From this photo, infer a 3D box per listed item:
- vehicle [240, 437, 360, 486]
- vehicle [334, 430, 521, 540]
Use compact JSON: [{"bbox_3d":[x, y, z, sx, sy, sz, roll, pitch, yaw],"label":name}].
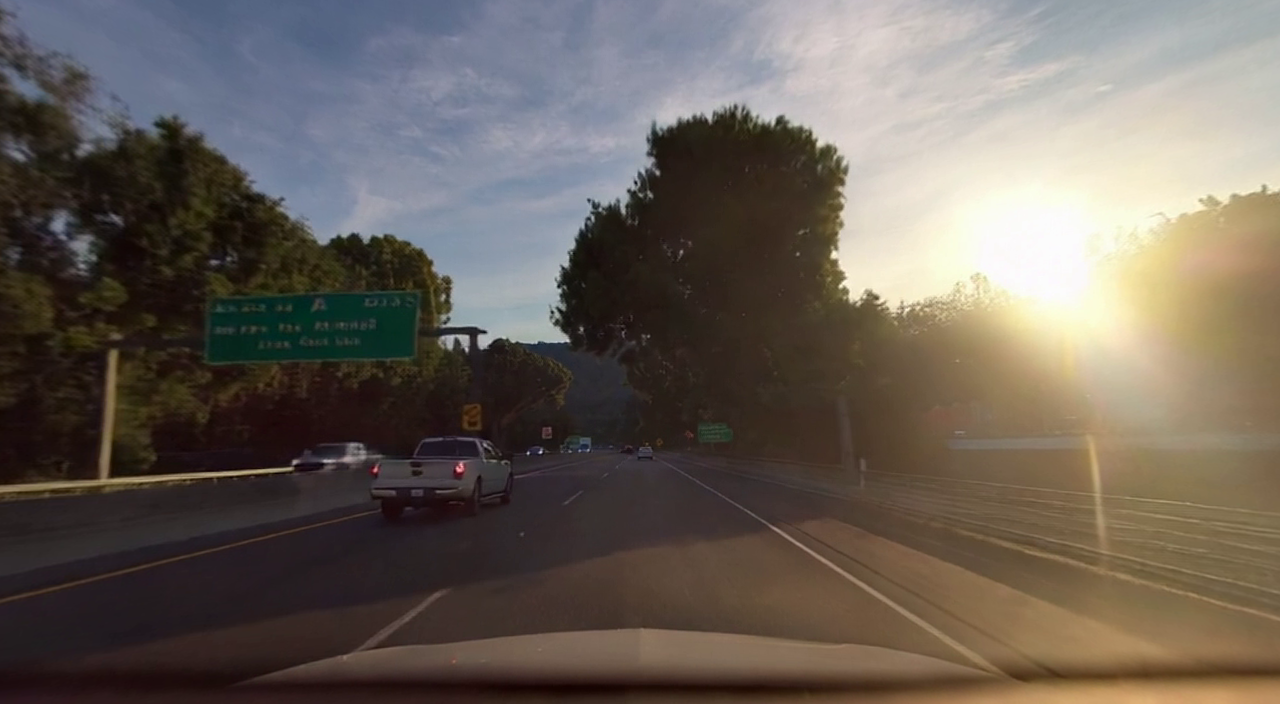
[{"bbox_3d":[-15.937,5.162,30.068,2.416,2.072,5.800,0,-9,0],"label":"vehicle"},{"bbox_3d":[-3.595,2.317,11.547,2.009,1.638,3.968,0,-9,0],"label":"vehicle"}]
